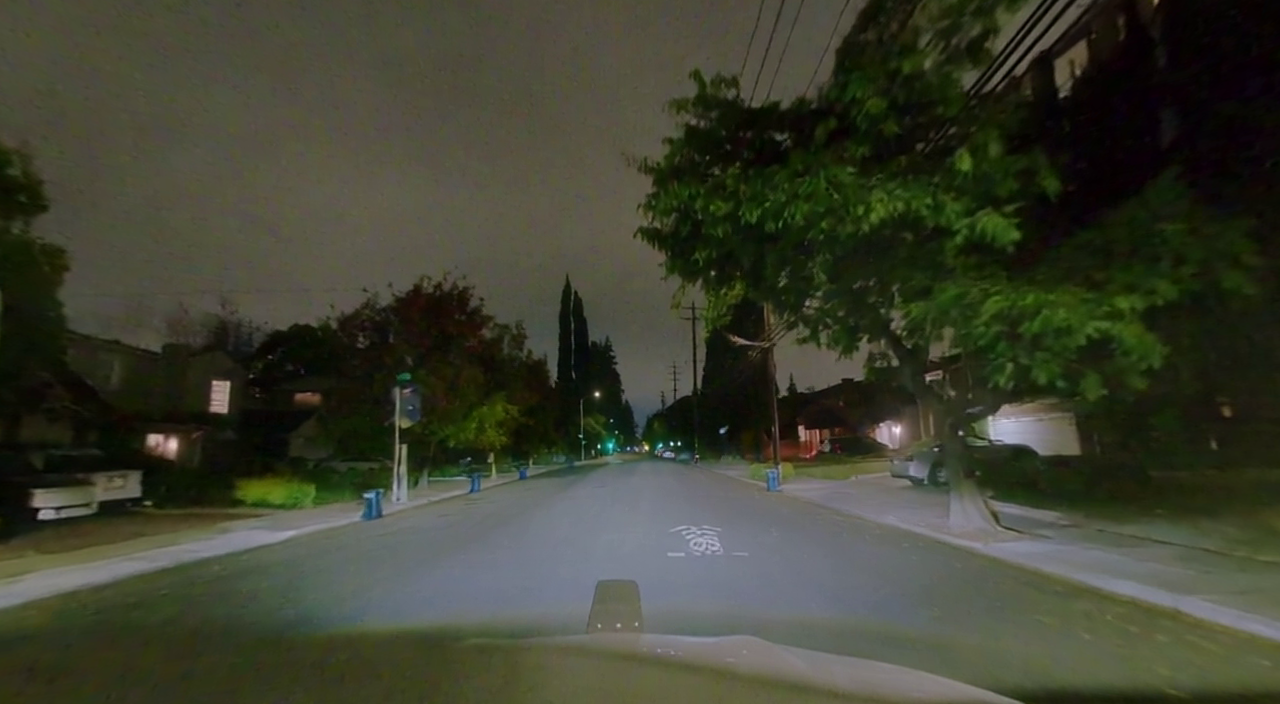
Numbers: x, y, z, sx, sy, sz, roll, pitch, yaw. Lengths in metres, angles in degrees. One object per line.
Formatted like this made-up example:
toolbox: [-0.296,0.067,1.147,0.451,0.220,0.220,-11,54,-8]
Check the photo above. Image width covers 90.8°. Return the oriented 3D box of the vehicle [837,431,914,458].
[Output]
vehicle: [16.404,6.500,44.192,4.562,1.832,1.987,0,-9,-1]

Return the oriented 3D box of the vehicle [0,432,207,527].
vehicle: [-12.934,2.794,14.183,4.909,1.914,2.082,-1,-9,4]

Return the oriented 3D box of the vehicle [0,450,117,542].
vehicle: [-12.831,2.607,11.822,4.406,1.539,1.912,0,-9,2]

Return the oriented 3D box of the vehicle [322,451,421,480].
vehicle: [-14.067,5.903,33.124,4.477,1.449,1.922,5,-10,-31]

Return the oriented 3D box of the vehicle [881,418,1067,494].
vehicle: [10.432,3.274,20.001,4.697,1.604,1.838,-8,-9,-3]
